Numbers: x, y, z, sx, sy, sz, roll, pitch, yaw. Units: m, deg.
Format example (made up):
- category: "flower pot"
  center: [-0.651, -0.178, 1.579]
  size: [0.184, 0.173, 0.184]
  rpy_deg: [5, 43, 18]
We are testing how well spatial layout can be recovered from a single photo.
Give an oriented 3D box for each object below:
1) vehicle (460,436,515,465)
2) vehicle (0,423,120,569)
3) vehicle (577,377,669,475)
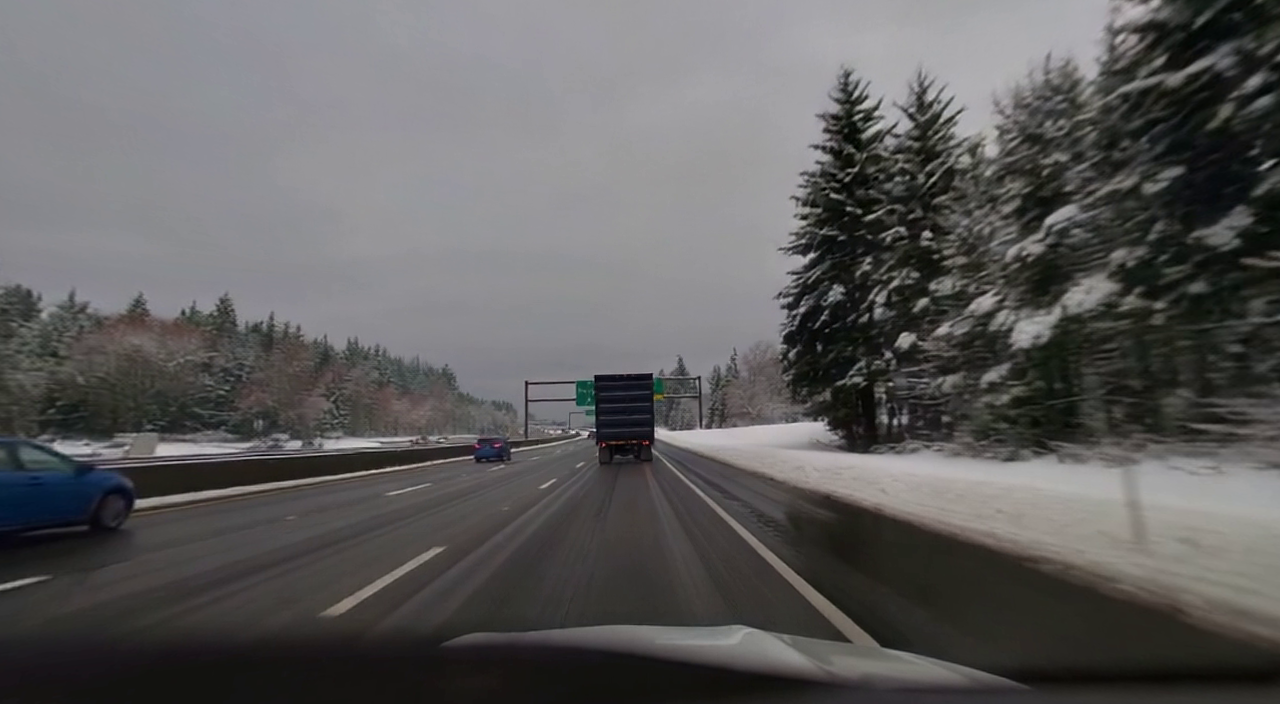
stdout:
- category: "vehicle"
  center: [-8.085, 5.229, 33.736]
  size: [1.949, 1.437, 4.296]
  rpy_deg: [0, -8, -1]
- category: "vehicle"
  center: [-7.474, 1.413, 5.990]
  size: [1.856, 1.479, 3.710]
  rpy_deg: [0, -8, -1]
- category: "vehicle"
  center: [-0.733, 3.455, 28.314]
  size: [3.033, 3.223, 14.836]
  rpy_deg: [1, -8, -1]
